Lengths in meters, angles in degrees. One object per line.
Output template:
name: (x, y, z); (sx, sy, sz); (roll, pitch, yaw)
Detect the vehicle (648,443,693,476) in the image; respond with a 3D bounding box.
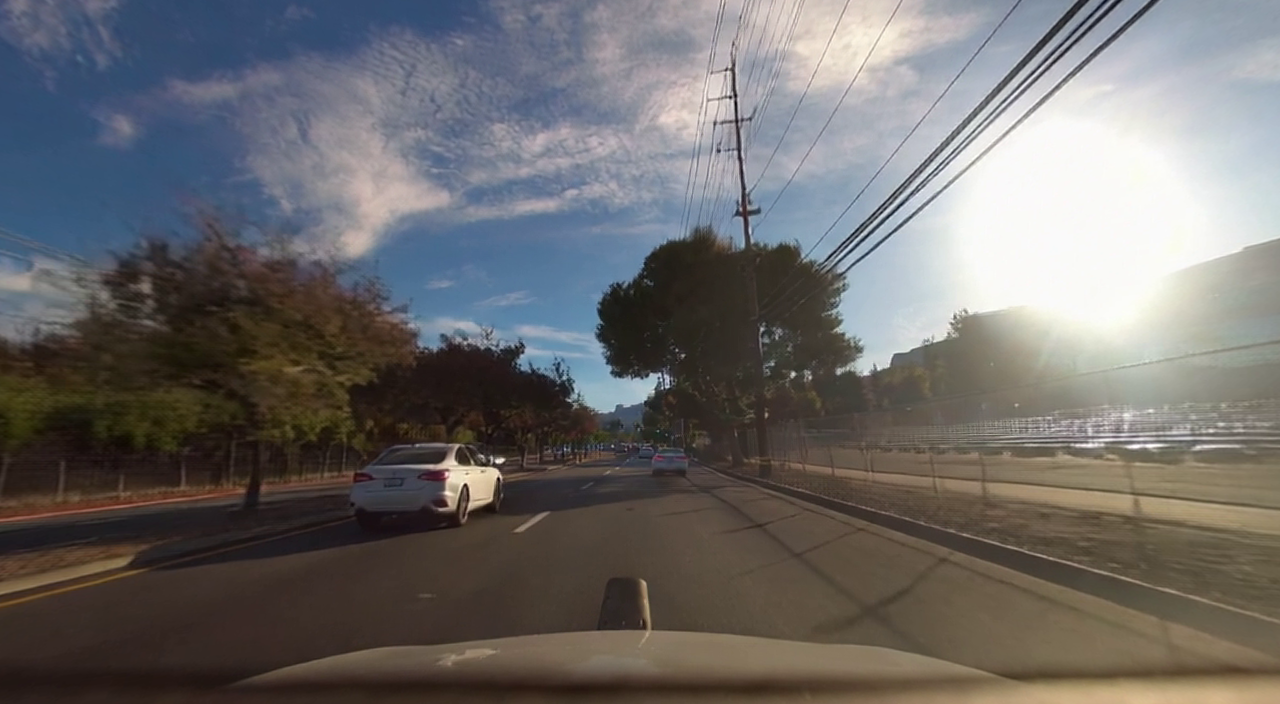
vehicle: (1.436, 5.282, 31.032); (2.059, 1.486, 3.980); (0, -8, 1)

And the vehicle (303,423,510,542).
vehicle: (-3.813, 2.201, 11.256); (1.950, 1.692, 4.397); (0, -8, 1)
